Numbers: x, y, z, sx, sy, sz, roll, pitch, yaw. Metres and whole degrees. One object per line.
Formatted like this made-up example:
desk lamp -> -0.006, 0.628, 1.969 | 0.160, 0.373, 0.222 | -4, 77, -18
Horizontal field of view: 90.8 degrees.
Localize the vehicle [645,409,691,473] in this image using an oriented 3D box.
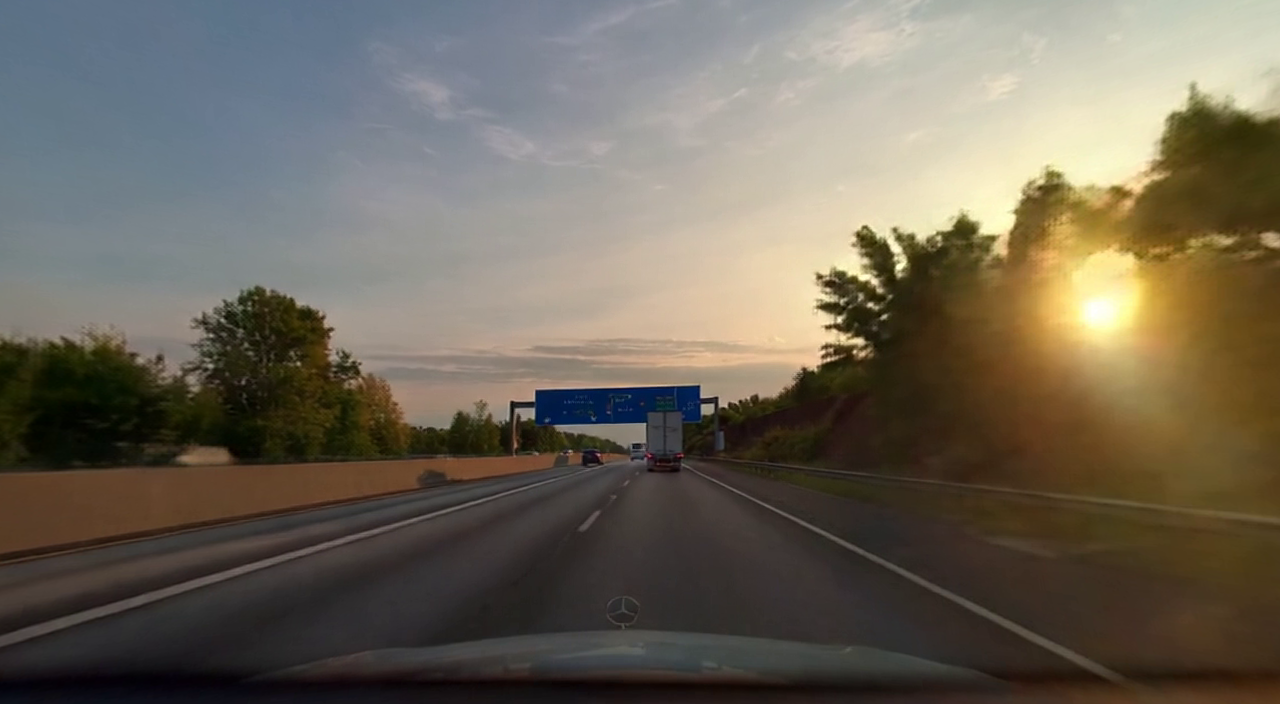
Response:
vehicle -> 1.918, 6.789, 47.427 | 2.901, 4.032, 14.338 | 0, -9, 1
